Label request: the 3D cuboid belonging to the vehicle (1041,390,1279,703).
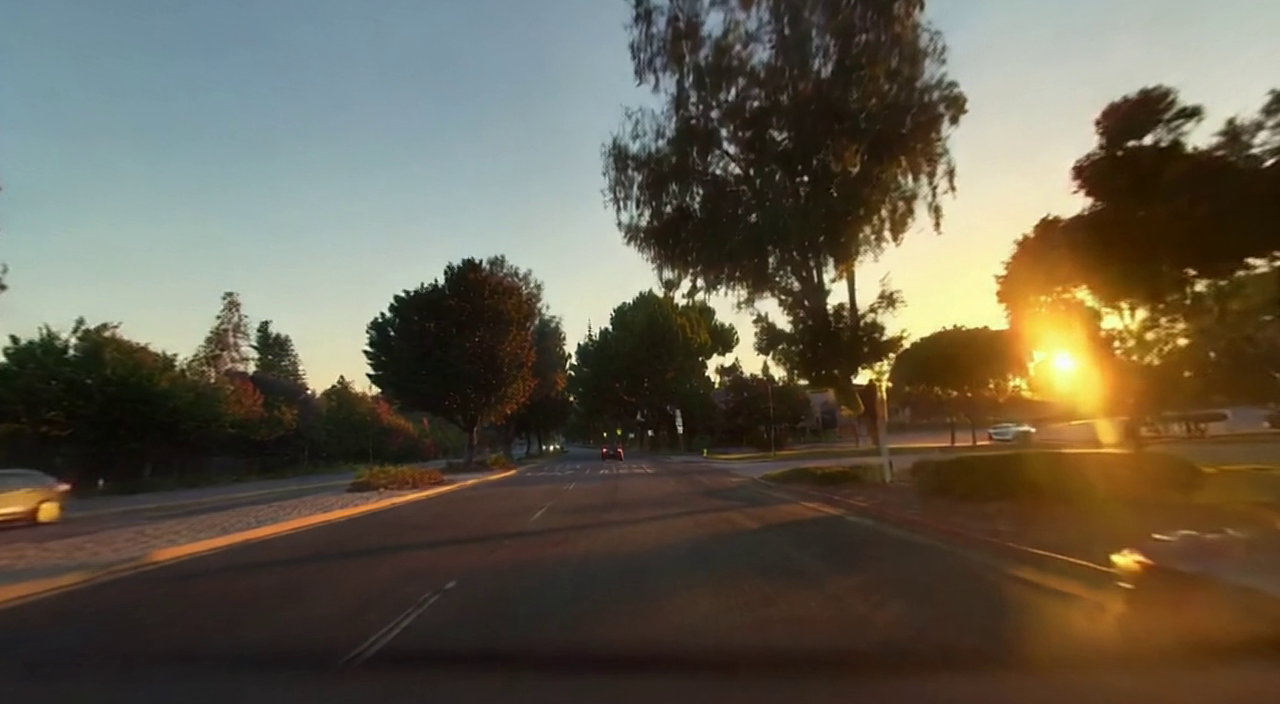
[{"bbox_3d":[3.446,0.791,1.601,1.989,1.504,4.342,0,-8,0],"label":"vehicle"}]
